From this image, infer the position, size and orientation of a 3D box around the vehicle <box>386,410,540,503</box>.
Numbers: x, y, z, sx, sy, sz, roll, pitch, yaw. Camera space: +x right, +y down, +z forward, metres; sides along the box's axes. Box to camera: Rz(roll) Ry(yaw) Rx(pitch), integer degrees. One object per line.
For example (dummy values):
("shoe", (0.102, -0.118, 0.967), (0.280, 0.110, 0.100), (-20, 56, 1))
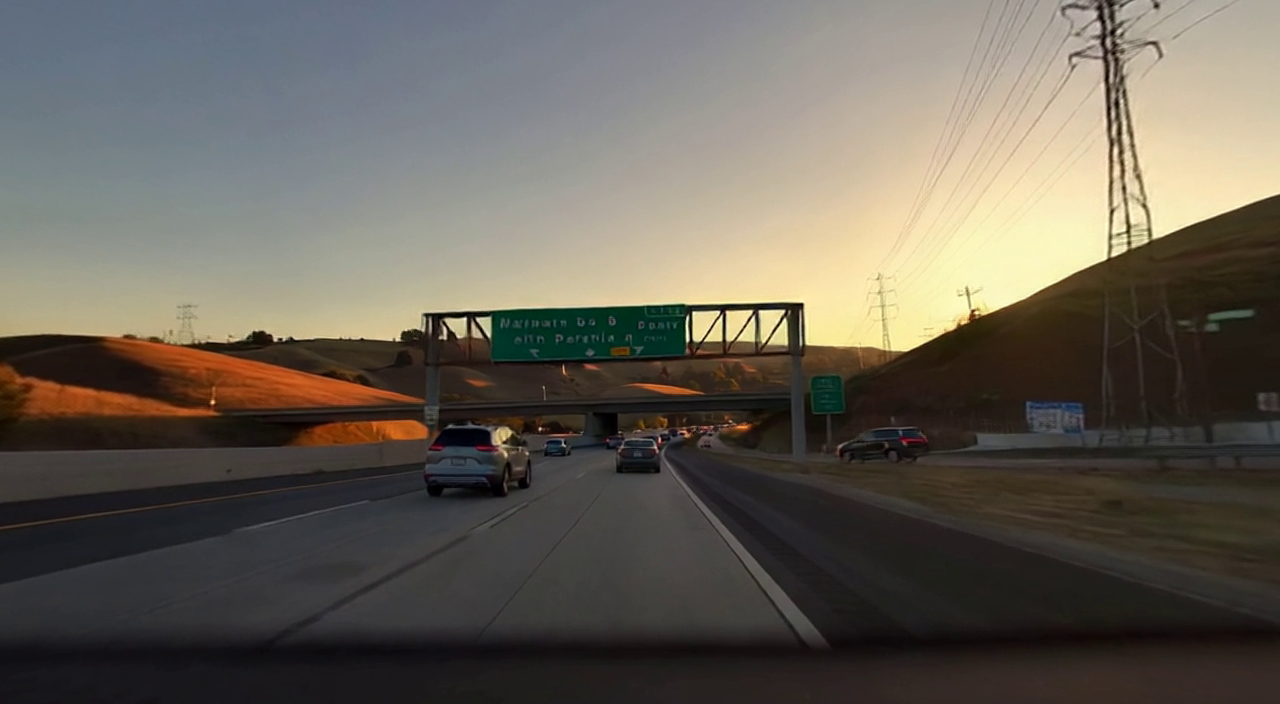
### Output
("vehicle", (-3.980, 2.481, 15.270), (2.228, 1.845, 4.847), (-1, -8, 1))

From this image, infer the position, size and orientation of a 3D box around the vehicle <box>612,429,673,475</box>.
("vehicle", (0.170, 3.896, 24.711), (2.193, 1.651, 3.946), (-1, -8, 2))

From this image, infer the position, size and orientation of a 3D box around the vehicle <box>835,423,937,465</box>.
("vehicle", (16.332, 6.193, 42.453), (2.571, 2.571, 6.876), (2, -9, -16))
